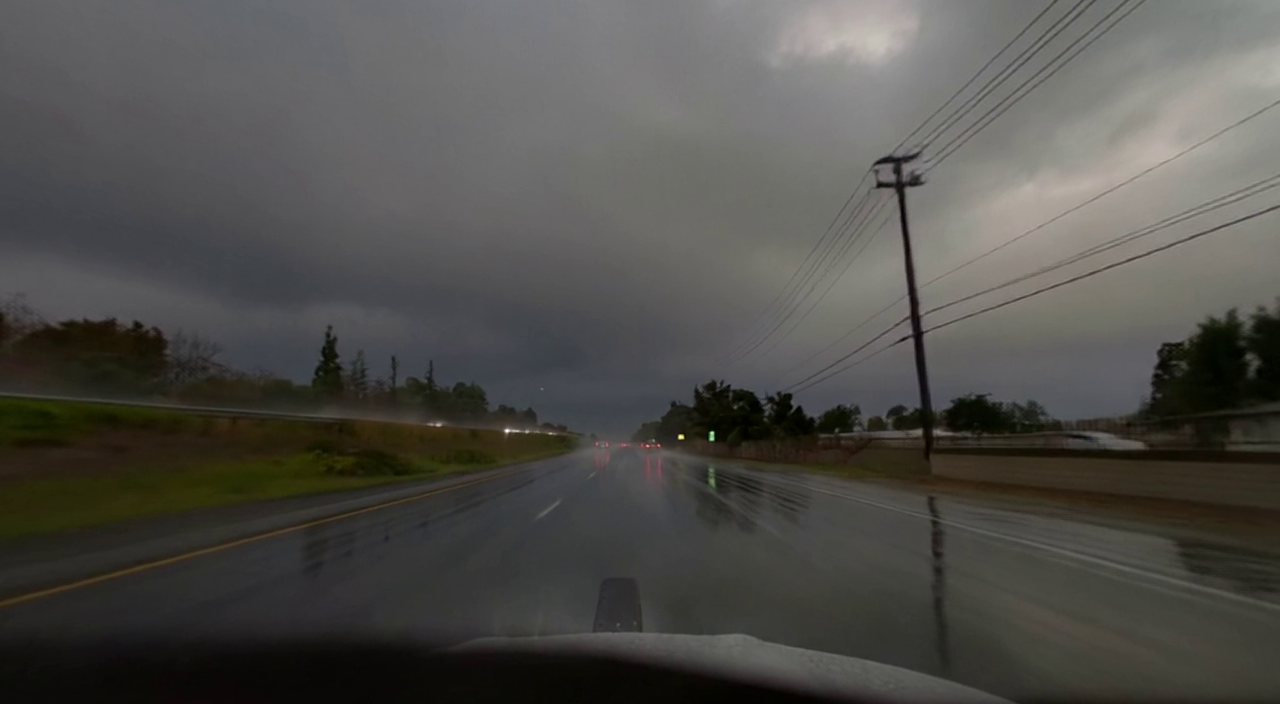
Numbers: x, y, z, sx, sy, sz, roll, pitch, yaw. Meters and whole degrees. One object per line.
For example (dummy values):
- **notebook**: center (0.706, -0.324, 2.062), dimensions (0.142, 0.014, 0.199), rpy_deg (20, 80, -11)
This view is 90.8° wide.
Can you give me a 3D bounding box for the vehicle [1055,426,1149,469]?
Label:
- **vehicle**: center (33.626, 6.987, 46.294), dimensions (2.286, 2.884, 6.022), rpy_deg (0, -8, 1)
